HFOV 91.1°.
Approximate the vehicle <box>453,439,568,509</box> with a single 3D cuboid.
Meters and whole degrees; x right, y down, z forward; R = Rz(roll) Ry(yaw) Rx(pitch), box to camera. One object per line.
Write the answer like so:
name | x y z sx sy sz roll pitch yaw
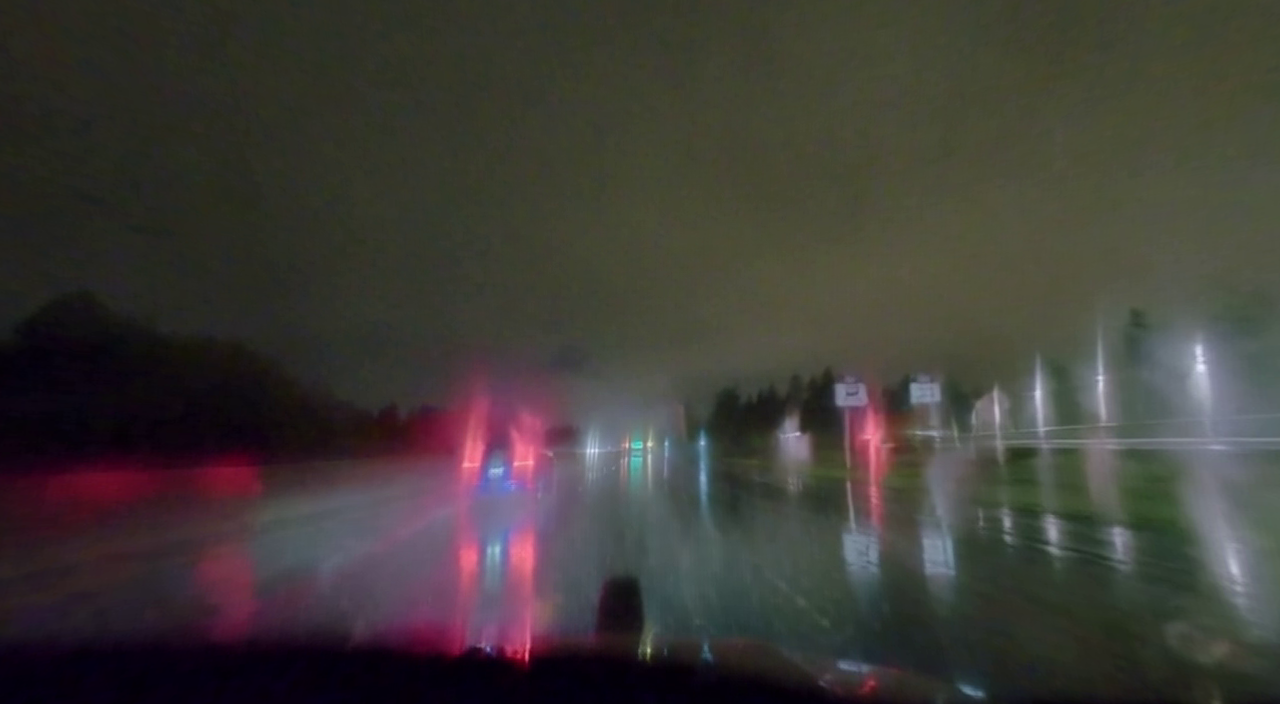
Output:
vehicle | -3.254 3.169 16.826 2.069 1.573 4.589 0 -9 1
